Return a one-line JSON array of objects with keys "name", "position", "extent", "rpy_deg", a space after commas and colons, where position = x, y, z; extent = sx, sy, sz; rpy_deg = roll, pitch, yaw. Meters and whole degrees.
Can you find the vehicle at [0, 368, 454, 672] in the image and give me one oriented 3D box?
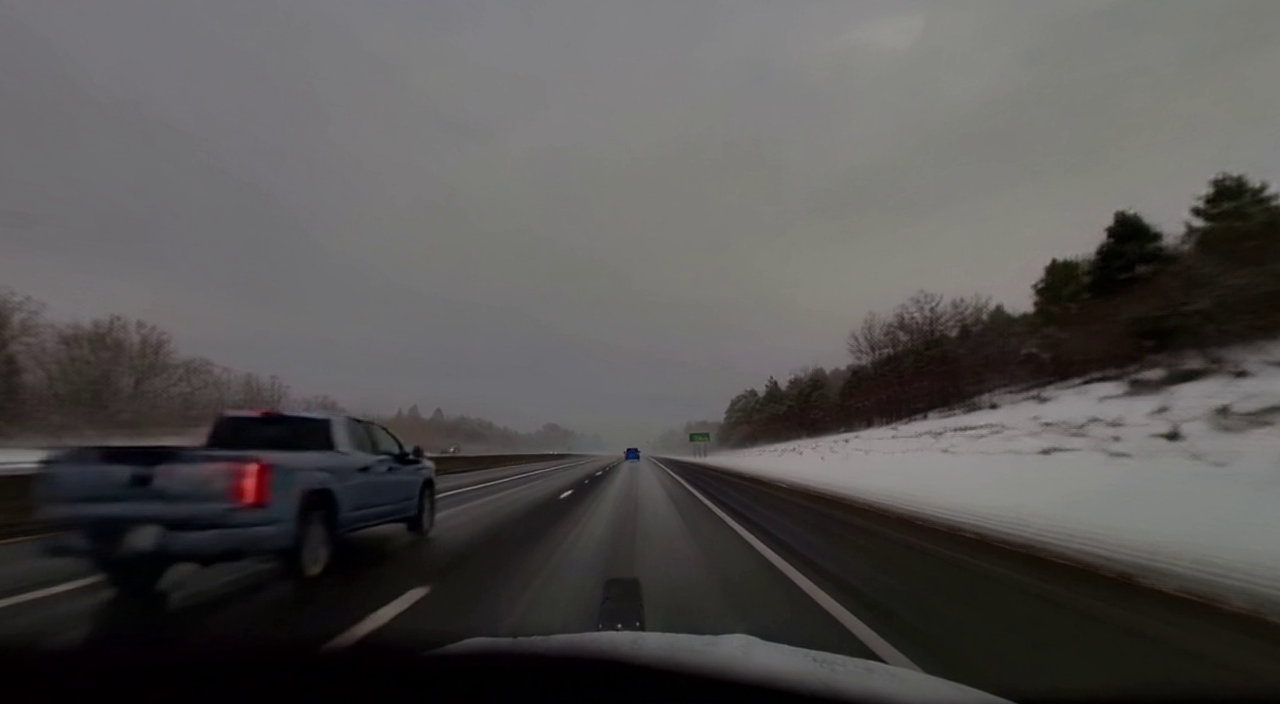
[{"name": "vehicle", "position": [-3.612, 1.382, 6.327], "extent": [1.942, 1.828, 4.868], "rpy_deg": [0, -9, 1]}]
